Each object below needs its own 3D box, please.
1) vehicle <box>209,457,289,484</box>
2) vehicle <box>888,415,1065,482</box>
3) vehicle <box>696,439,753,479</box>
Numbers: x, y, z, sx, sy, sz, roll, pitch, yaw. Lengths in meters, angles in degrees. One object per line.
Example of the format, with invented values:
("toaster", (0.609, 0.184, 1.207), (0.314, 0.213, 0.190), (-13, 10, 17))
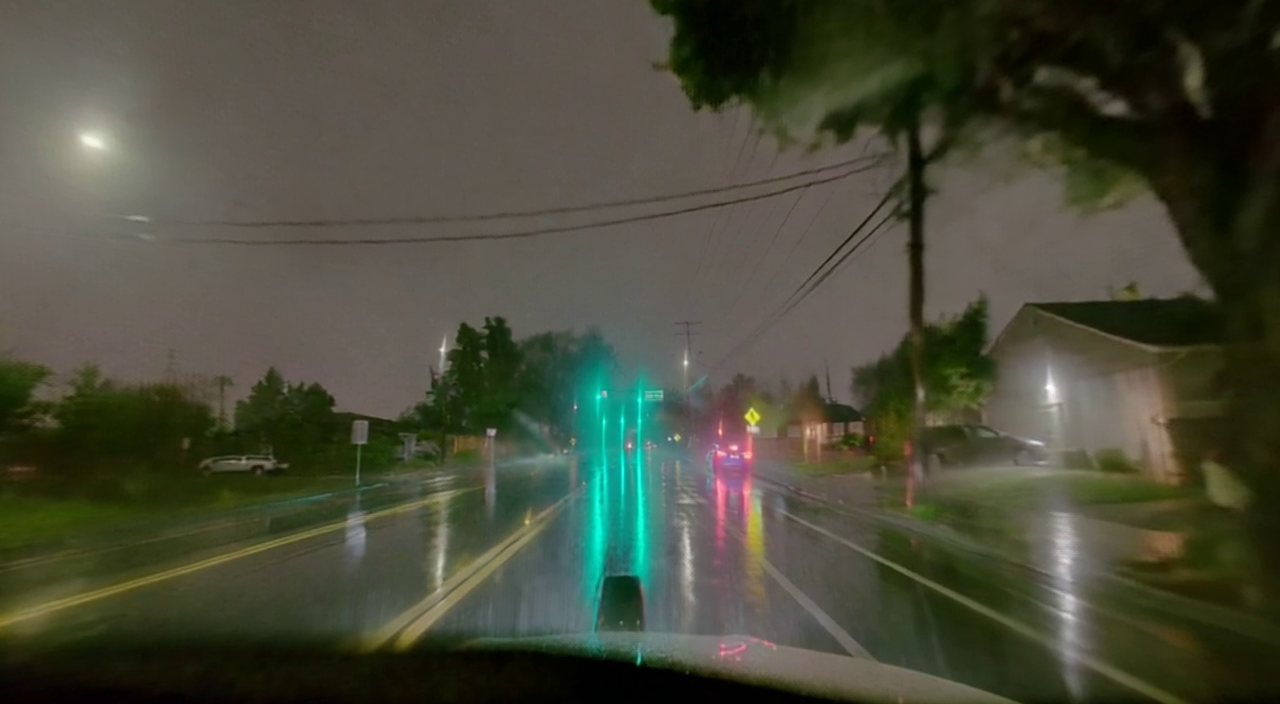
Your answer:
("vehicle", (-29.698, 9.013, 48.107), (4.830, 1.521, 1.948), (-5, -10, -1))
("vehicle", (10.176, 2.998, 19.497), (4.434, 1.730, 2.081), (-7, -10, 23))
("vehicle", (3.813, 4.881, 29.121), (1.900, 1.661, 4.346), (1, -8, -2))
